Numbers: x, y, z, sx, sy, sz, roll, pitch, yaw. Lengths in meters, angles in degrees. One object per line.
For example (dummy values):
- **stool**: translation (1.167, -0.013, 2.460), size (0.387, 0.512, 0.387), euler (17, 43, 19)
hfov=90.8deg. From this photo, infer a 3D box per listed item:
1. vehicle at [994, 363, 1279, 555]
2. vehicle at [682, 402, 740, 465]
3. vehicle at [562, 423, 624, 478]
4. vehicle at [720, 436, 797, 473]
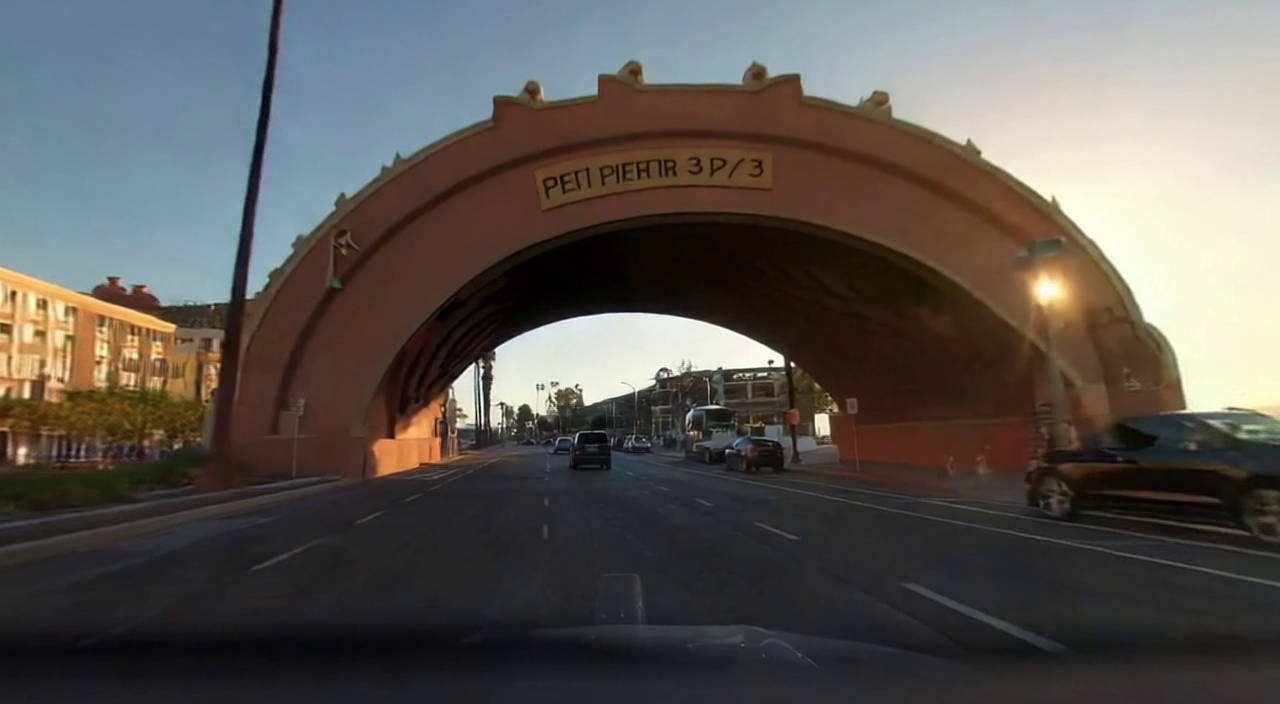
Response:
- **vehicle**: translation (7.858, 1.389, 8.431), size (2.417, 2.030, 5.711), euler (1, -9, -7)
- **vehicle**: translation (4.053, 4.789, 36.923), size (2.821, 3.470, 3.590), euler (0, -9, -1)
- **vehicle**: translation (-2.139, 4.130, 26.768), size (2.284, 2.010, 6.670), euler (1, -9, -7)
- **vehicle**: translation (5.057, 4.470, 27.768), size (2.015, 1.486, 4.501), euler (1, -9, -7)
